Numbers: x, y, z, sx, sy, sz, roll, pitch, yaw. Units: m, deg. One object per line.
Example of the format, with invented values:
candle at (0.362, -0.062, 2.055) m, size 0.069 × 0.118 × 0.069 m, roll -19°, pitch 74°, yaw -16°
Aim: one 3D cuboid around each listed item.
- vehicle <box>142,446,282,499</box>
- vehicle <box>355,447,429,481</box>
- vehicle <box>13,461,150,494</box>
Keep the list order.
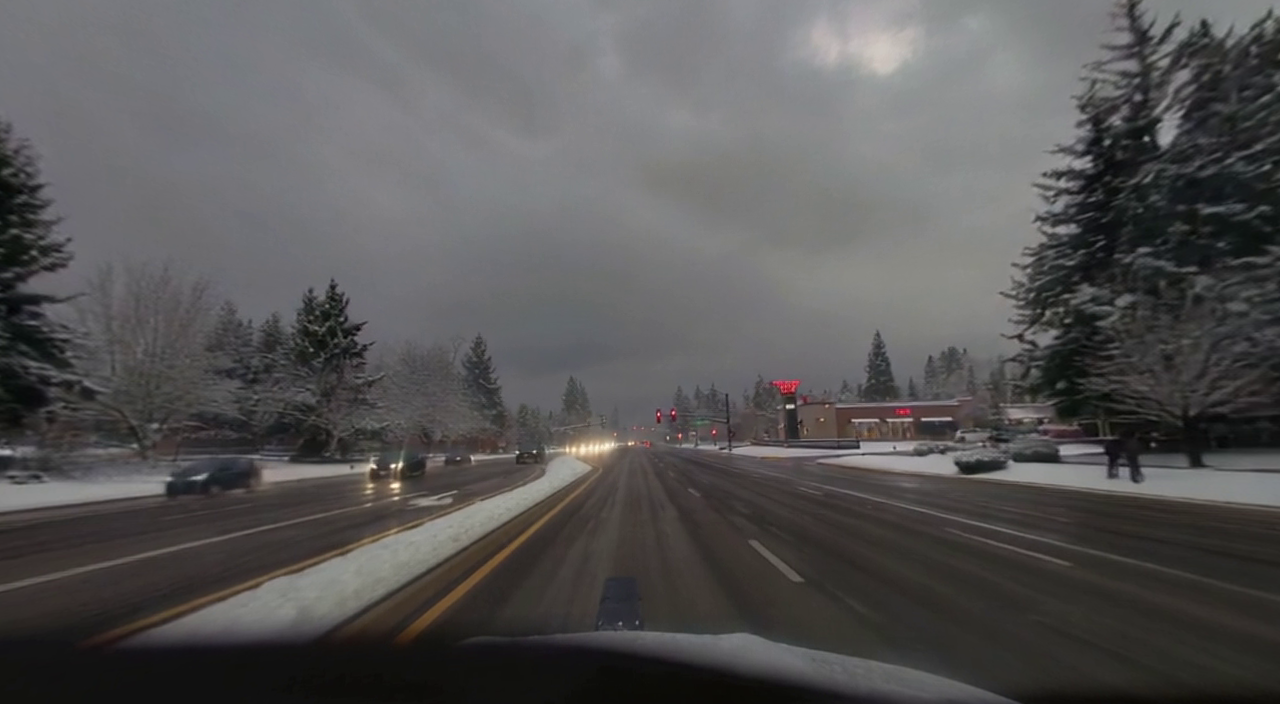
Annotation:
vehicle at (-15.525, 4.359, 23.291) m, size 2.060 × 1.748 × 4.384 m, roll 0°, pitch -9°, yaw 0°
vehicle at (-11.931, 5.405, 30.734) m, size 1.866 × 1.518 × 4.240 m, roll 0°, pitch -9°, yaw 0°
vehicle at (-28.242, 6.325, 32.181) m, size 4.766 × 1.489 × 2.092 m, roll 5°, pitch -10°, yaw -27°
